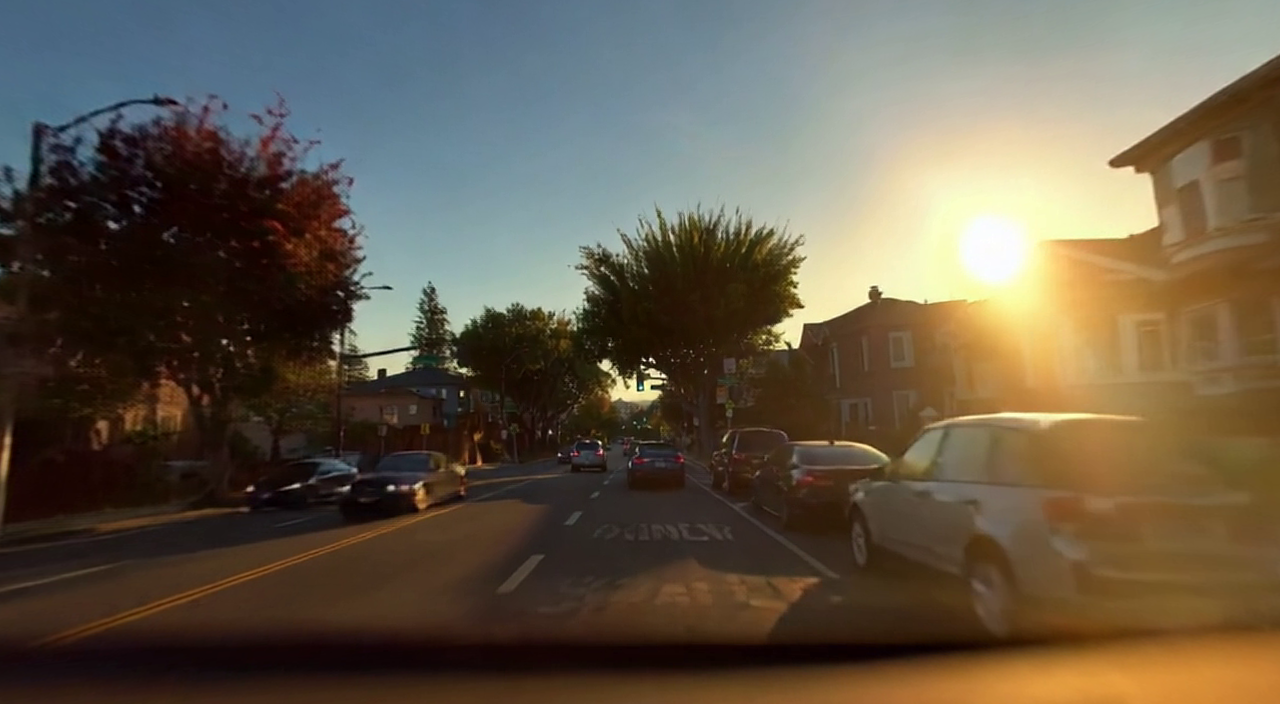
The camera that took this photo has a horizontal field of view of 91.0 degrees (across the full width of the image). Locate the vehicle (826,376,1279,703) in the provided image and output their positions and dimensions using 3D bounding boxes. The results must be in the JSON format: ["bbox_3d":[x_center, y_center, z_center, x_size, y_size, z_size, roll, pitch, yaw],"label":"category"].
[{"bbox_3d":[3.059,1.195,4.834,1.905,1.589,4.028,0,-8,-2],"label":"vehicle"}]

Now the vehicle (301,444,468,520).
[{"bbox_3d":[-5.865,3.003,15.218,2.055,1.521,4.639,0,-8,1],"label":"vehicle"}]

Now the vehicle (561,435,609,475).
[{"bbox_3d":[-2.625,5.071,31.137,1.983,1.841,4.013,0,-8,0],"label":"vehicle"}]

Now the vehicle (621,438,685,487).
[{"bbox_3d":[0.378,3.758,21.726,1.998,1.518,4.015,0,-8,-1],"label":"vehicle"}]
